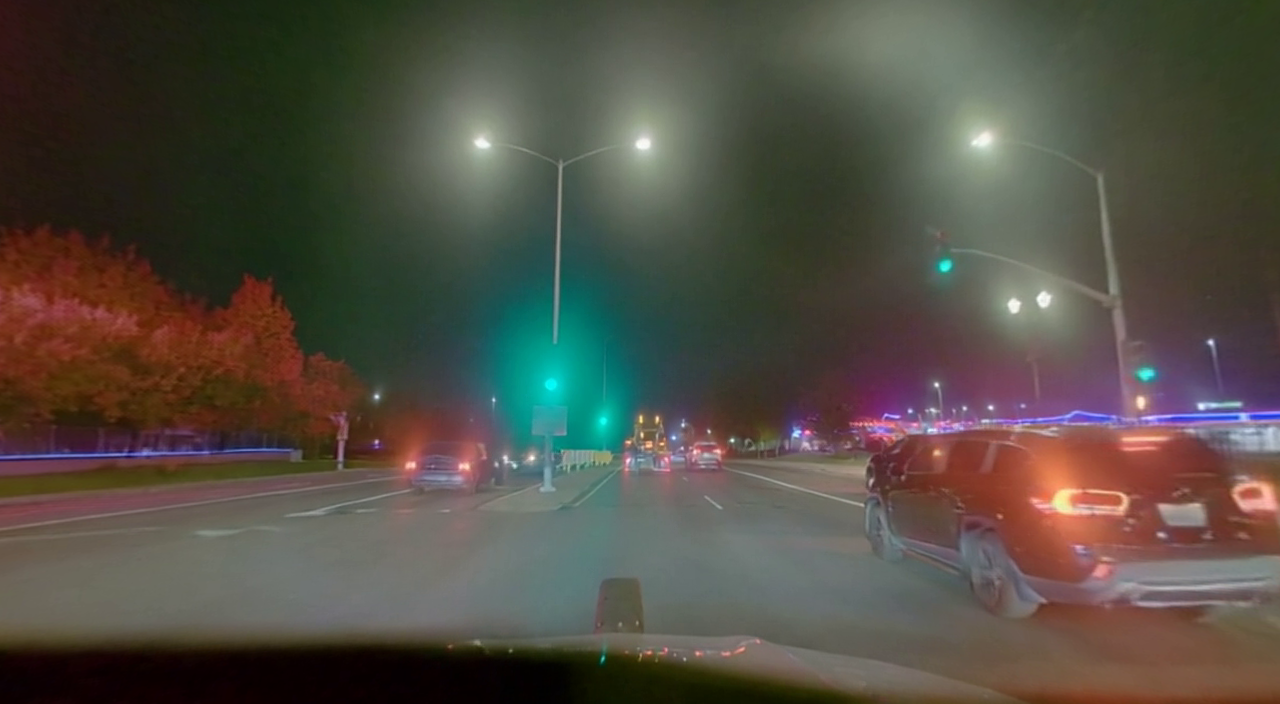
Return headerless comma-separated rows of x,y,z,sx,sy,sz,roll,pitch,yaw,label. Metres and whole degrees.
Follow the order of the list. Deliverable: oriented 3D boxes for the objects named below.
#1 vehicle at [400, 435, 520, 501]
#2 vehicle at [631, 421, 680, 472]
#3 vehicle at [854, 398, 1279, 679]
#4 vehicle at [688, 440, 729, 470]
-4.613,3.019,16.859,2.001,1.518,4.316,0,-8,-1,vehicle
0.750,5.056,34.141,2.370,2.518,3.858,-2,-7,-2,vehicle
3.646,1.369,5.695,2.025,1.618,3.949,0,-8,0,vehicle
4.193,6.397,39.472,2.025,1.754,4.311,0,-8,-1,vehicle
